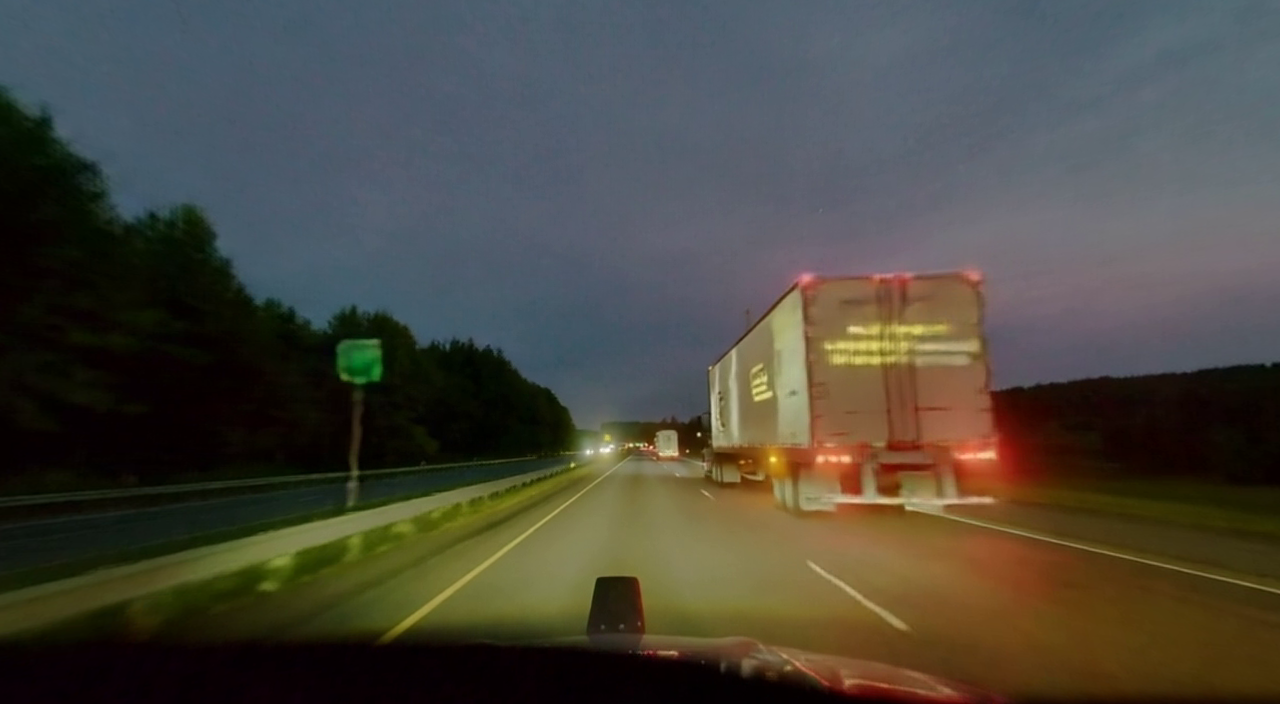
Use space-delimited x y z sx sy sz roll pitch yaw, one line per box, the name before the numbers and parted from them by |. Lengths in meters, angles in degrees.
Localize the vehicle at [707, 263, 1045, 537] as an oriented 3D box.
vehicle | 4.223 1.745 16.563 3.231 4.102 14.393 0 -9 0
